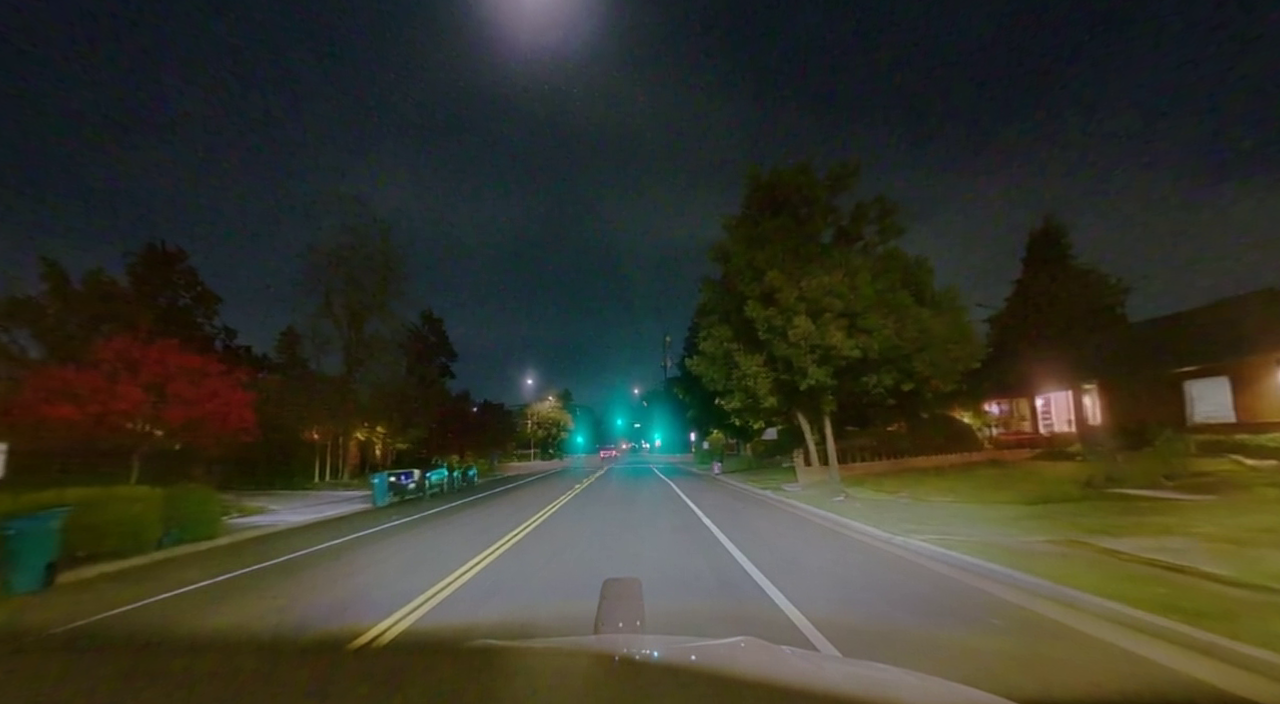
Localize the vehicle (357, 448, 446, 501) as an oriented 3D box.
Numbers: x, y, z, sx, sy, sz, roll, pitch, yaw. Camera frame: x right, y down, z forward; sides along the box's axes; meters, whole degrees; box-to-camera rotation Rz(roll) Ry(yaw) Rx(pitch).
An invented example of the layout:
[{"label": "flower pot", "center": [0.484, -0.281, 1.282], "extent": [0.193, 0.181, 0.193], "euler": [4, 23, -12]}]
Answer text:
[{"label": "vehicle", "center": [-9.487, 4.849, 25.525], "extent": [1.998, 1.689, 4.384], "euler": [-4, -7, -2]}]

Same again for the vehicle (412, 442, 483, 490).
[{"label": "vehicle", "center": [-9.711, 5.742, 32.266], "extent": [2.099, 2.001, 4.845], "euler": [-4, -7, -1]}]

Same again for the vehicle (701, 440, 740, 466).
[{"label": "vehicle", "center": [5.471, 6.944, 43.486], "extent": [2.010, 1.694, 4.661], "euler": [0, -9, -1]}]
